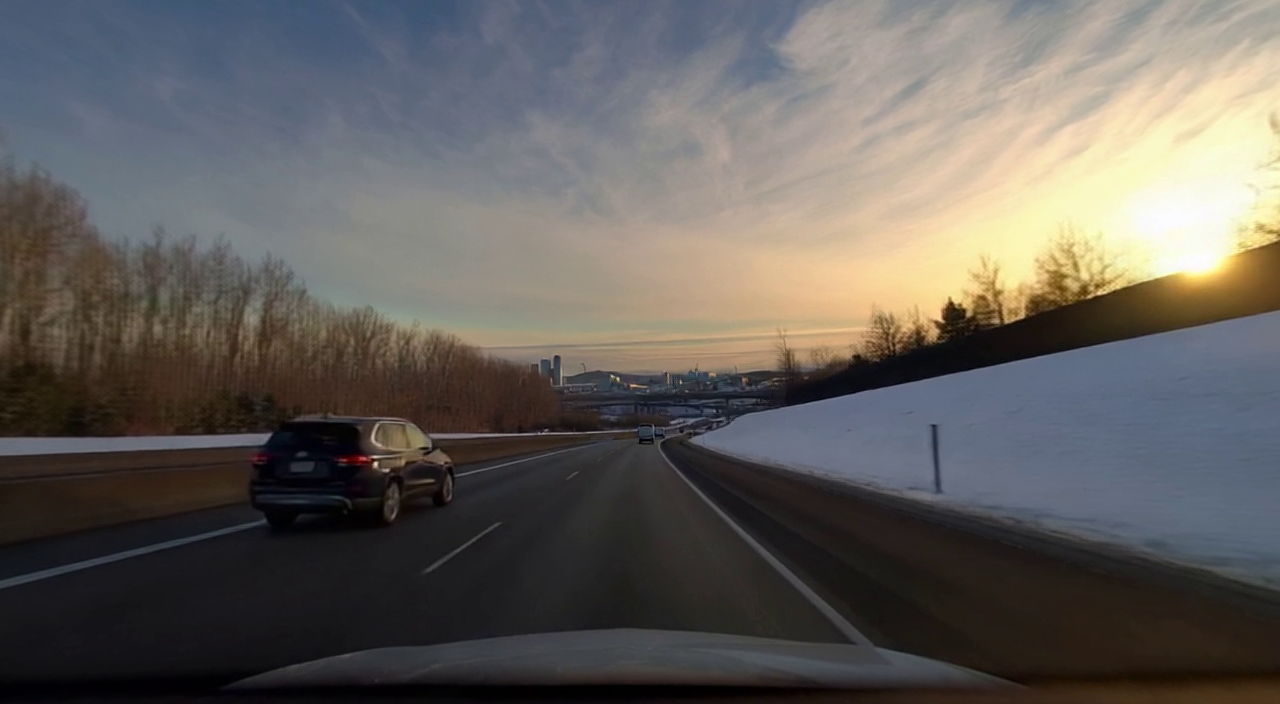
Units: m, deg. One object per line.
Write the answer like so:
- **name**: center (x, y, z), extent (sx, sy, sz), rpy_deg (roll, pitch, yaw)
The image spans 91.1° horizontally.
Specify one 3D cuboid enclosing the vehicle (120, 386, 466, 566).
- **vehicle**: center (-3.857, 1.448, 8.110), extent (2.018, 1.678, 4.312), rpy_deg (0, -8, -1)
